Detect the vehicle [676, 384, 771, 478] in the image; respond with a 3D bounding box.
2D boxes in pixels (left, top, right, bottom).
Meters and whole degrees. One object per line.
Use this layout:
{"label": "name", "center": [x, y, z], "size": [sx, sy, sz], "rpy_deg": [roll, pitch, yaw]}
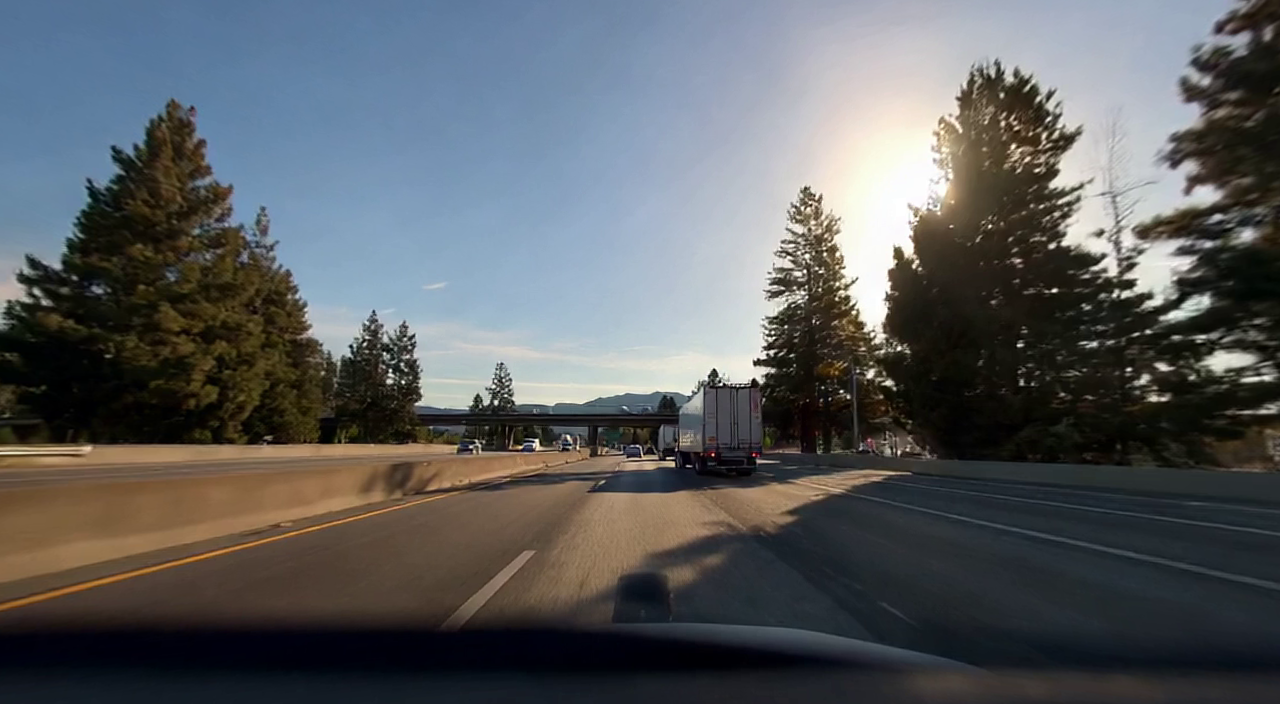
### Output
{"label": "vehicle", "center": [3.950, 4.421, 33.873], "size": [2.922, 3.987, 14.038], "rpy_deg": [0, -9, -1]}
